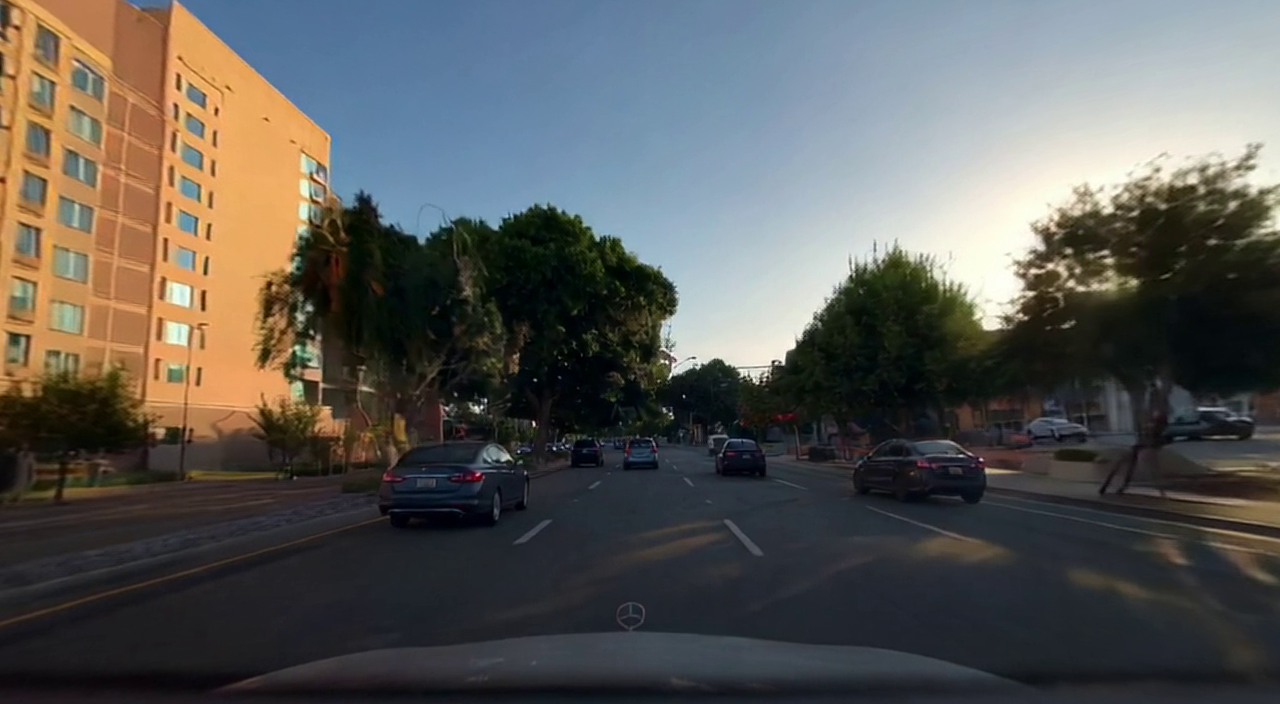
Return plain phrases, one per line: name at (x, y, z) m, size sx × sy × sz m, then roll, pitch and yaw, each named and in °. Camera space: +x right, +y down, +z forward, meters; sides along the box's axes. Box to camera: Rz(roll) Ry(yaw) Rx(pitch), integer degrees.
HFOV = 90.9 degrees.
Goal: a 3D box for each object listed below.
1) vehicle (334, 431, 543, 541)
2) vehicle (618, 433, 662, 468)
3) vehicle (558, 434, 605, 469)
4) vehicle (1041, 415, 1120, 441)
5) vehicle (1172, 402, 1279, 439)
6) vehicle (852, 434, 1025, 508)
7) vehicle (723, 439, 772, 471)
vehicle at (-3.123, 2.179, 10.942) m, size 2.095 × 1.486 × 4.411 m, roll -1°, pitch -8°, yaw 1°
vehicle at (0.037, 5.566, 35.709) m, size 2.304 × 1.795 × 4.526 m, roll -1°, pitch -8°, yaw 1°
vehicle at (-3.202, 5.584, 35.543) m, size 2.117 × 1.799 × 4.442 m, roll -1°, pitch -8°, yaw 1°
vehicle at (26.421, 4.592, 37.763) m, size 4.692 × 1.475 × 2.038 m, roll 5°, pitch -10°, yaw -31°
vehicle at (26.056, 3.087, 27.901) m, size 4.674 × 1.489 × 2.008 m, roll 4°, pitch -9°, yaw -27°
vehicle at (6.828, 2.760, 15.097) m, size 1.865 × 1.458 × 4.605 m, roll 0°, pitch -8°, yaw -1°
vehicle at (5.249, 5.077, 31.180) m, size 1.884 × 1.458 × 4.245 m, roll -1°, pitch -8°, yaw 3°
